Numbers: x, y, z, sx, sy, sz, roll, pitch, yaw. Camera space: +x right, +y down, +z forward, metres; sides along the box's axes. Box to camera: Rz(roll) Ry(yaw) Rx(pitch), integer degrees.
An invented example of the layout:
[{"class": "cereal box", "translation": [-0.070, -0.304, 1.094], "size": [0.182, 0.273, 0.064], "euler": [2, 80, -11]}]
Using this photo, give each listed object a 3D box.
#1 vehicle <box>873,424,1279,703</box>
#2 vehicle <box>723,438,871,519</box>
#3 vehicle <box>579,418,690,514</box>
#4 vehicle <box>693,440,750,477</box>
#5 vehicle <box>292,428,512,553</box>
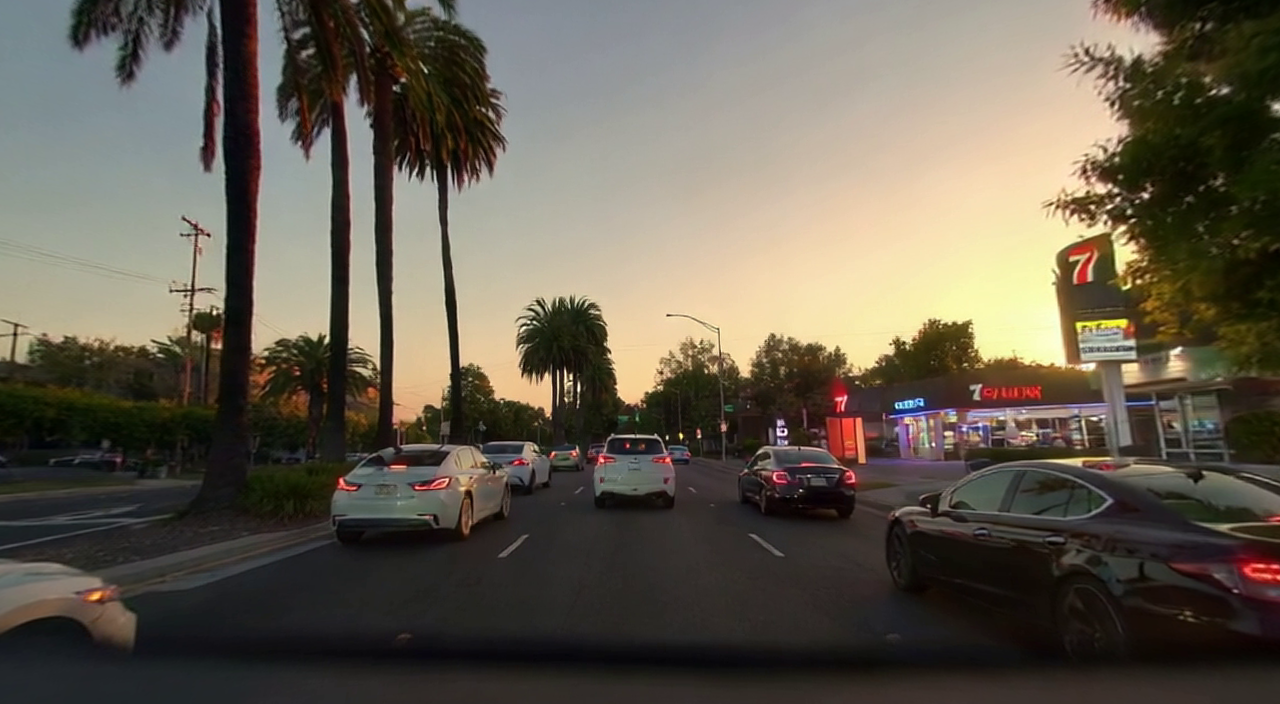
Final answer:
[{"class": "vehicle", "translation": [3.583, 1.351, 4.821], "size": [1.867, 1.448, 4.436], "euler": [0, -8, -1]}, {"class": "vehicle", "translation": [3.260, 2.712, 14.136], "size": [1.977, 1.480, 4.589], "euler": [0, -8, -2]}, {"class": "vehicle", "translation": [-0.125, 2.543, 14.534], "size": [2.164, 1.867, 4.254], "euler": [0, -8, -1]}, {"class": "vehicle", "translation": [3.399, 4.531, 27.057], "size": [1.880, 1.476, 3.932], "euler": [0, -8, -1]}, {"class": "vehicle", "translation": [-3.330, 1.998, 9.824], "size": [1.864, 1.505, 4.202], "euler": [0, -8, -1]}]
